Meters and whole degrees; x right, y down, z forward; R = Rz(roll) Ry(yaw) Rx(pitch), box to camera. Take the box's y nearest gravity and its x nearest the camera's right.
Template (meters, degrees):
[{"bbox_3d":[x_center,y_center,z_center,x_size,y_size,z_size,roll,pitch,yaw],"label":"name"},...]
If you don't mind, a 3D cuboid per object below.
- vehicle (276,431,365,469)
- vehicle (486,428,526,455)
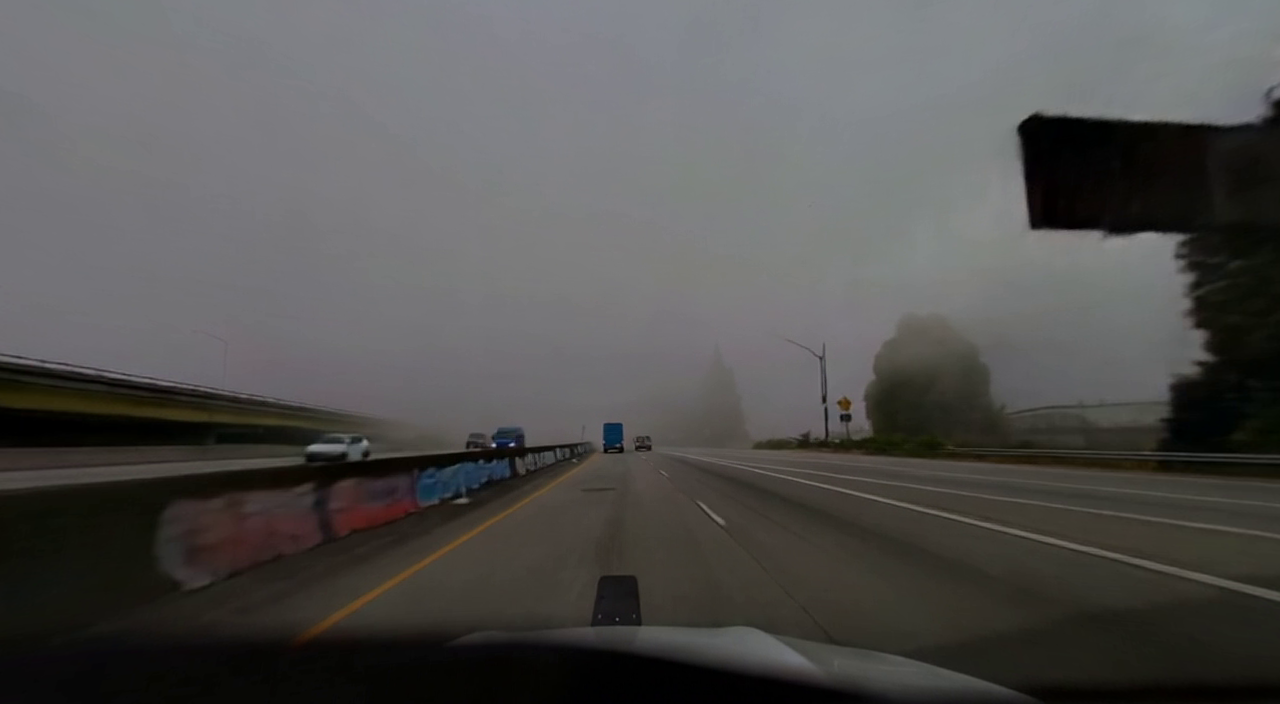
[{"bbox_3d":[-13.522,4.146,26.885,1.855,1.496,3.746,0,-8,-1],"label":"vehicle"},{"bbox_3d":[-10.281,6.917,48.702,2.106,1.901,5.107,0,-8,-2],"label":"vehicle"}]
